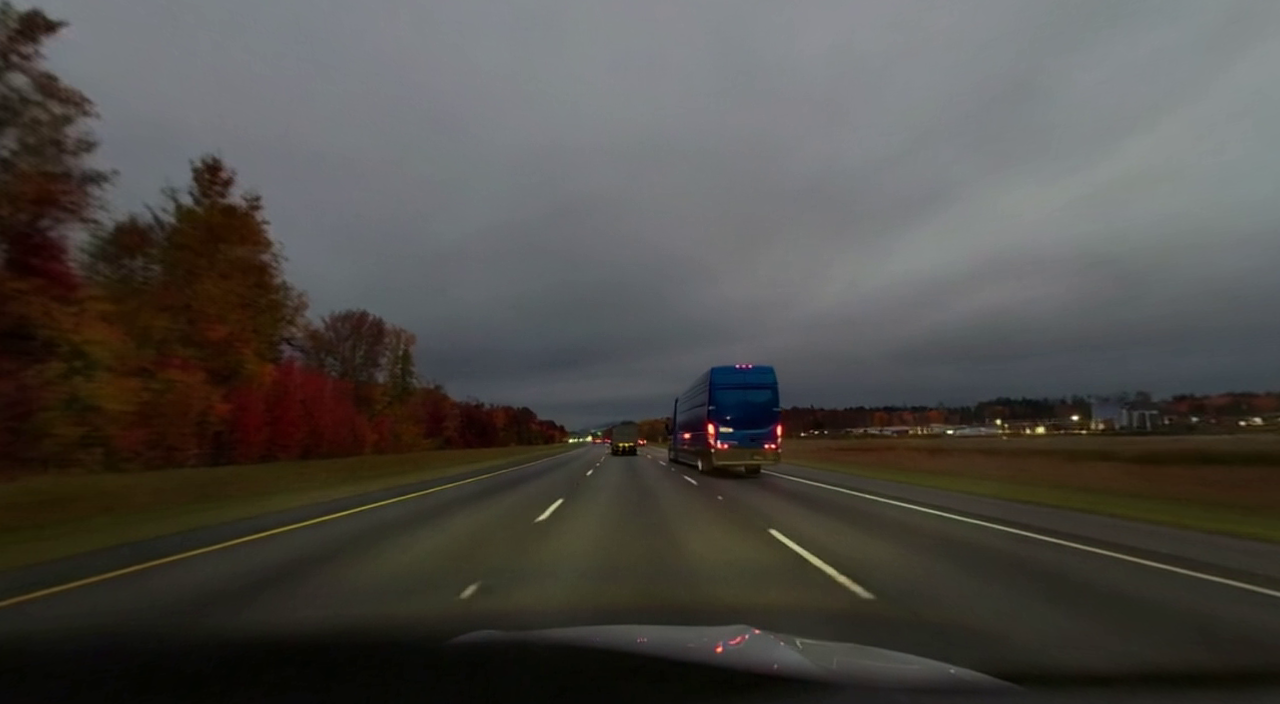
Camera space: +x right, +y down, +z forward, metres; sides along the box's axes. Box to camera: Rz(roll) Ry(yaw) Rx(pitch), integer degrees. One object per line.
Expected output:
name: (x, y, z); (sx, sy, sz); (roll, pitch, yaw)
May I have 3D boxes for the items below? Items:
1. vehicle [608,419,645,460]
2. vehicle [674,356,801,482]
vehicle: (-0.908, 6.086, 43.800); (2.389, 2.637, 5.437); (0, -8, -1)
vehicle: (3.530, 3.048, 27.180); (3.128, 4.087, 13.351); (0, -8, -1)
